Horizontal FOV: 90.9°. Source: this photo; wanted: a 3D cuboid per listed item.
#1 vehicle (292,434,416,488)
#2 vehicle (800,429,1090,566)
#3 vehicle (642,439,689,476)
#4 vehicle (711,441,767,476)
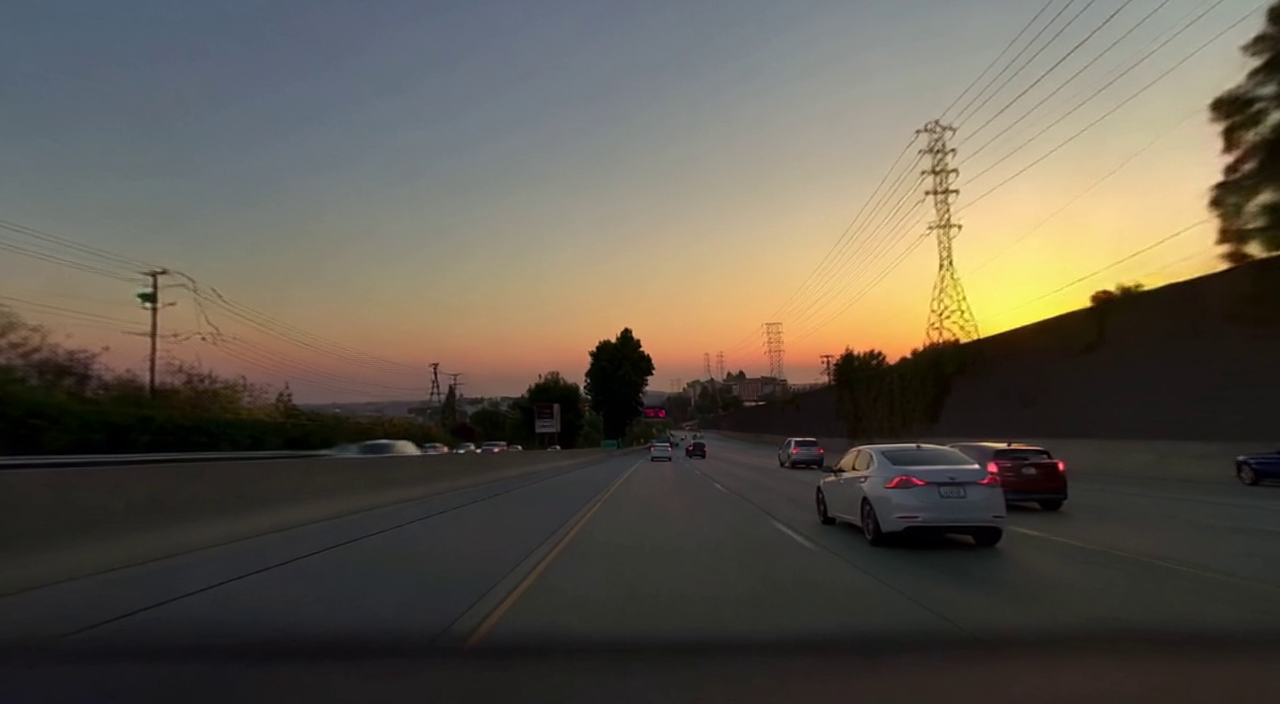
[{"bbox_3d":[-9.655,3.687,21.756,2.035,1.654,4.342,-1,-8,3],"label":"vehicle"},{"bbox_3d":[3.913,1.919,9.172,1.986,1.478,4.429,0,-8,0],"label":"vehicle"},{"bbox_3d":[1.148,4.859,29.229,2.042,1.581,3.769,0,-8,2],"label":"vehicle"},{"bbox_3d":[4.440,4.839,28.853,1.936,1.465,4.060,0,-8,1],"label":"vehicle"}]
